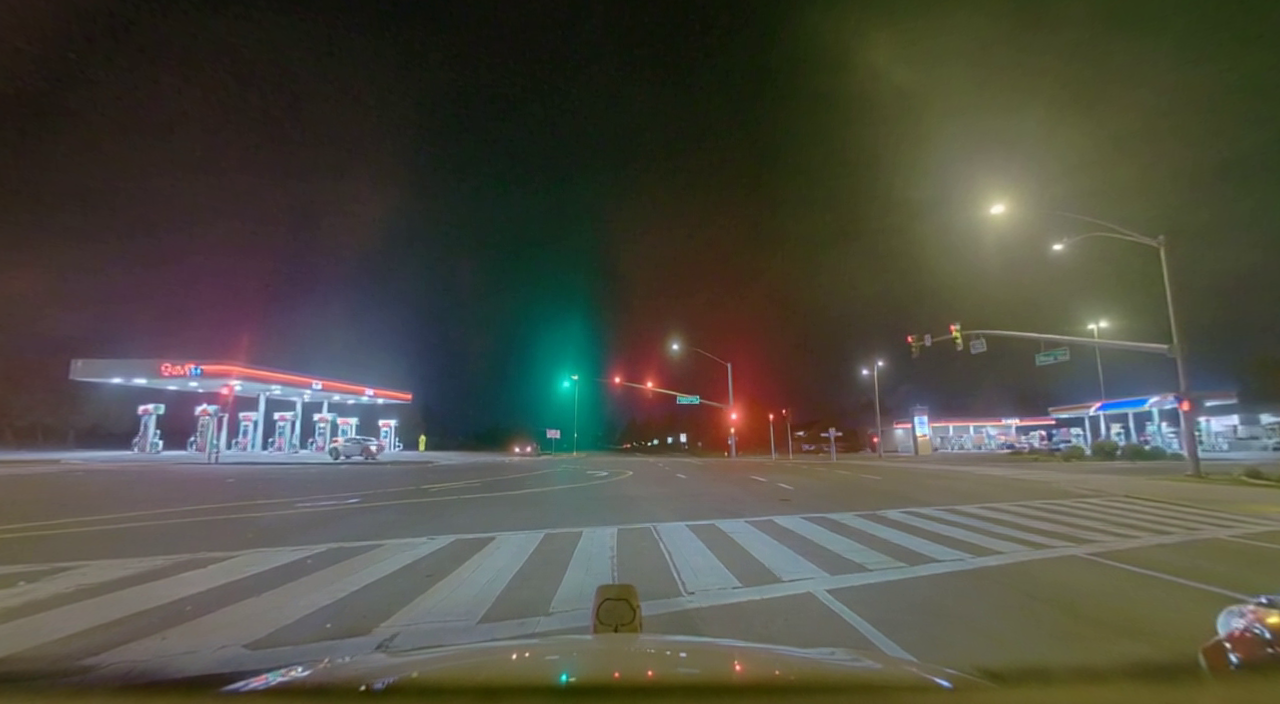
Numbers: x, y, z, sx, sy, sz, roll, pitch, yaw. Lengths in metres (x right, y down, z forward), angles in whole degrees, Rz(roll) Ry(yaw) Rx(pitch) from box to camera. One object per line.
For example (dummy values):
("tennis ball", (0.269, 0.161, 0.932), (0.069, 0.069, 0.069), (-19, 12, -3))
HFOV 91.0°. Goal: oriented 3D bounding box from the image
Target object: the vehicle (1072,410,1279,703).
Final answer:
("vehicle", (3.312, 0.749, 1.035), (2.023, 1.437, 4.477), (0, -8, 0))
